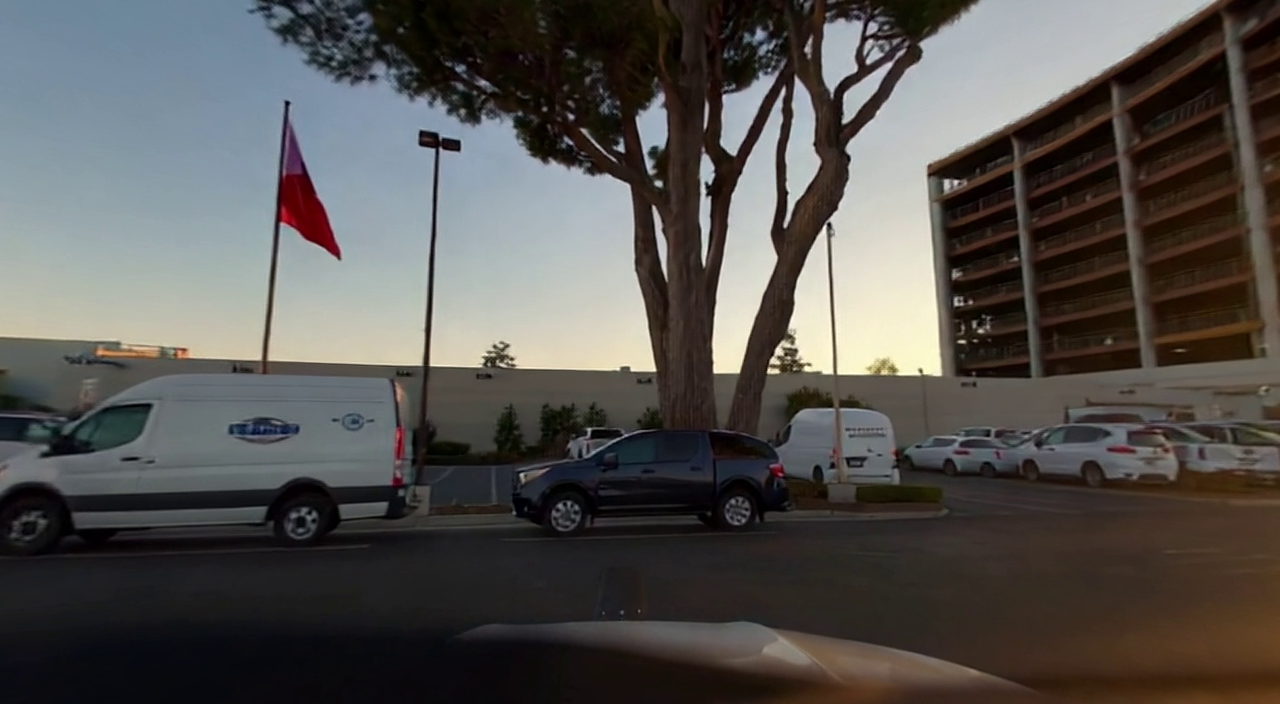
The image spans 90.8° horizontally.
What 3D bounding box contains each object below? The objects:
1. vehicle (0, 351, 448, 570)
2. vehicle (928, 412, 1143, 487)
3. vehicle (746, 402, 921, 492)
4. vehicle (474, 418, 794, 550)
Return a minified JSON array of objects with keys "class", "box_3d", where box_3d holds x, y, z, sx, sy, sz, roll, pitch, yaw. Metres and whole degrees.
[{"class":"vehicle","box_3d":[-6.145,1.586,9.652,5.899,2.757,2.257,2,-9,-13]},{"class":"vehicle","box_3d":[13.229,3.328,21.973,2.228,2.126,6.632,0,-8,-11]},{"class":"vehicle","box_3d":[5.621,2.934,19.637,2.491,2.324,5.986,2,-9,-12]},{"class":"vehicle","box_3d":[-0.170,2.137,10.750,4.992,1.894,2.043,2,-8,-13]}]
